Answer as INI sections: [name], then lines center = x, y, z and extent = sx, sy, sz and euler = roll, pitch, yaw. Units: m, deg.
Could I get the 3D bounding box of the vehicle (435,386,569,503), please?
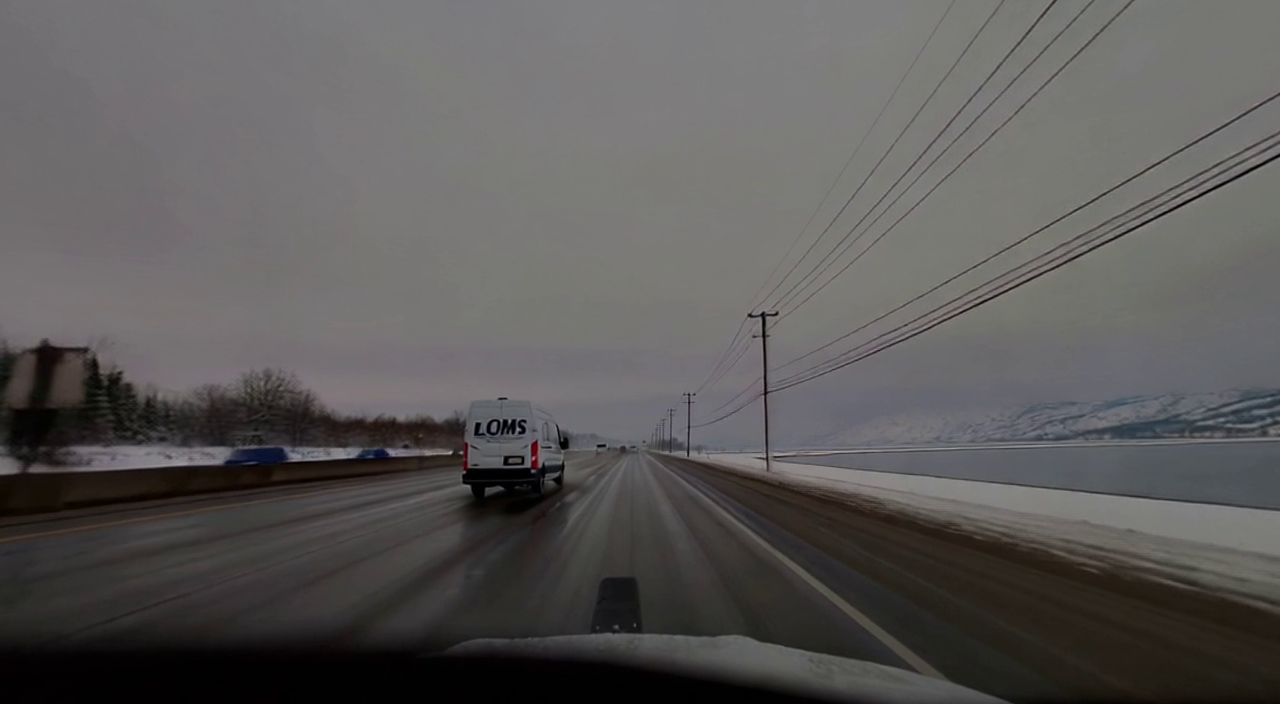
[vehicle]
center = -3.634, 2.673, 18.306
extent = 2.331, 2.757, 6.581
euler = 0, -8, 0
